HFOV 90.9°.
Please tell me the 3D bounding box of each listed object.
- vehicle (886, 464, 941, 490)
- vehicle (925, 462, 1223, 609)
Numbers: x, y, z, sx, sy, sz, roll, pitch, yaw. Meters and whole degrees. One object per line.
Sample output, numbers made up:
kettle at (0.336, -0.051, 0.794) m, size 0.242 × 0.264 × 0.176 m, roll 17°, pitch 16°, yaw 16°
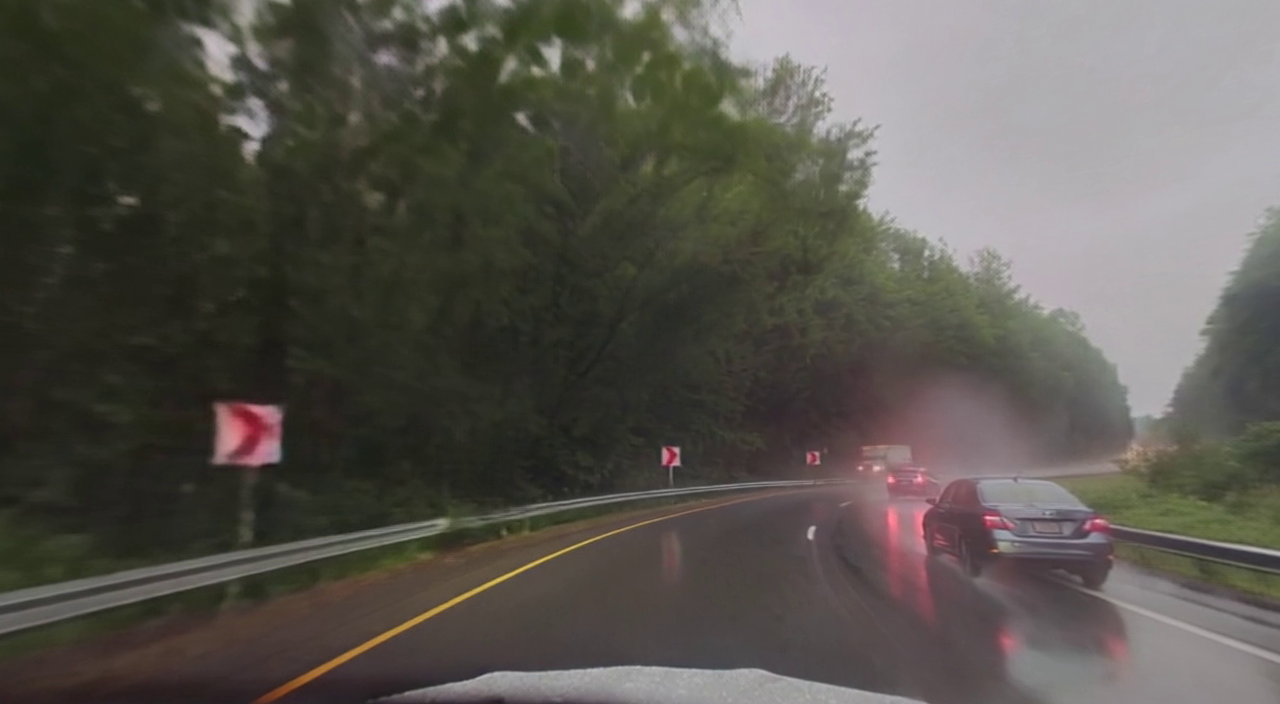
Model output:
vehicle at (16.939, 7.710, 38.902) m, size 1.992 × 1.503 × 3.793 m, roll -8°, pitch -14°, yaw 40°
vehicle at (5.903, 2.483, 9.354) m, size 2.023 × 1.593 × 4.105 m, roll -1°, pitch -11°, yaw 10°
